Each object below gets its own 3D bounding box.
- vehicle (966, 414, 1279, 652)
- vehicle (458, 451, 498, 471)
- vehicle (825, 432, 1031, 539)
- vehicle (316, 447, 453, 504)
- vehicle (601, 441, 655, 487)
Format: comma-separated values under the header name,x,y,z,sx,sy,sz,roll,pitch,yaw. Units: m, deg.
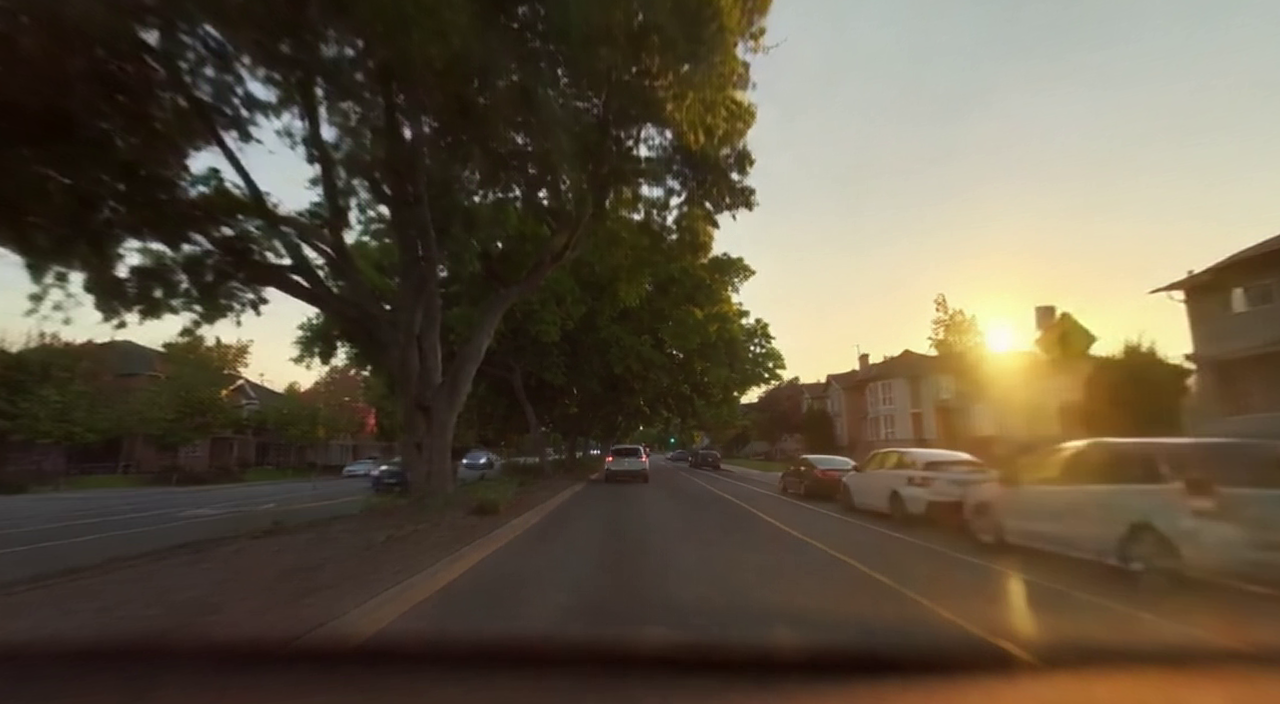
name,x,y,z,sx,sy,sz,roll,pitch,yaw
vehicle,5.770,1.655,6.783,2.082,1.736,4.561,0,-9,0
vehicle,-12.475,8.420,48.965,1.890,1.473,4.419,0,-9,0
vehicle,5.572,2.618,13.111,1.943,1.778,4.778,0,-9,-1
vehicle,-7.426,3.613,19.043,2.105,1.474,4.808,0,-9,0
vehicle,-0.469,4.589,26.200,2.070,1.698,3.925,0,-9,0
